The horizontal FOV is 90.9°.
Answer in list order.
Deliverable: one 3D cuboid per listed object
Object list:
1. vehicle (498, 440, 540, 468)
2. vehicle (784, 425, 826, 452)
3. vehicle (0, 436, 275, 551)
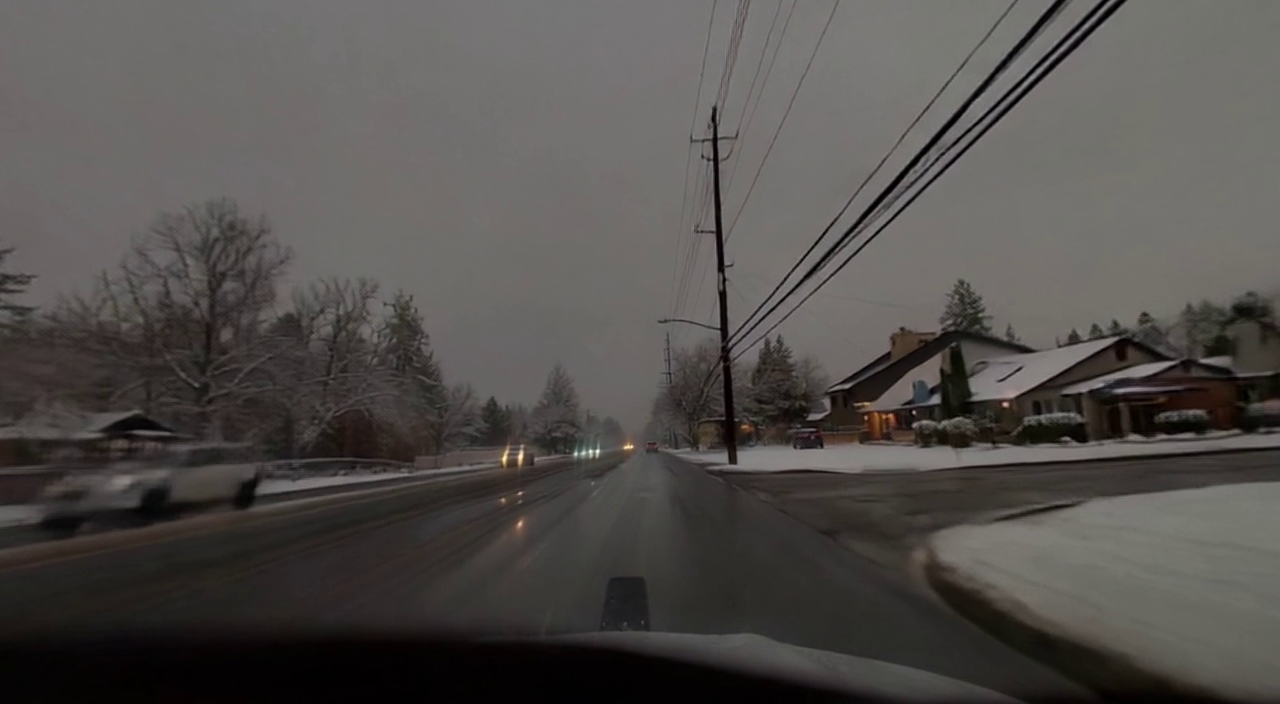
[{"bbox_3d":[-8.713,7.356,45.696,2.057,1.865,4.626,0,-9,1],"label":"vehicle"},{"bbox_3d":[11.097,5.873,42.505,1.737,1.633,3.268,3,-11,-4],"label":"vehicle"},{"bbox_3d":[-9.281,2.493,11.875,2.003,1.719,4.489,-1,-9,2],"label":"vehicle"}]
